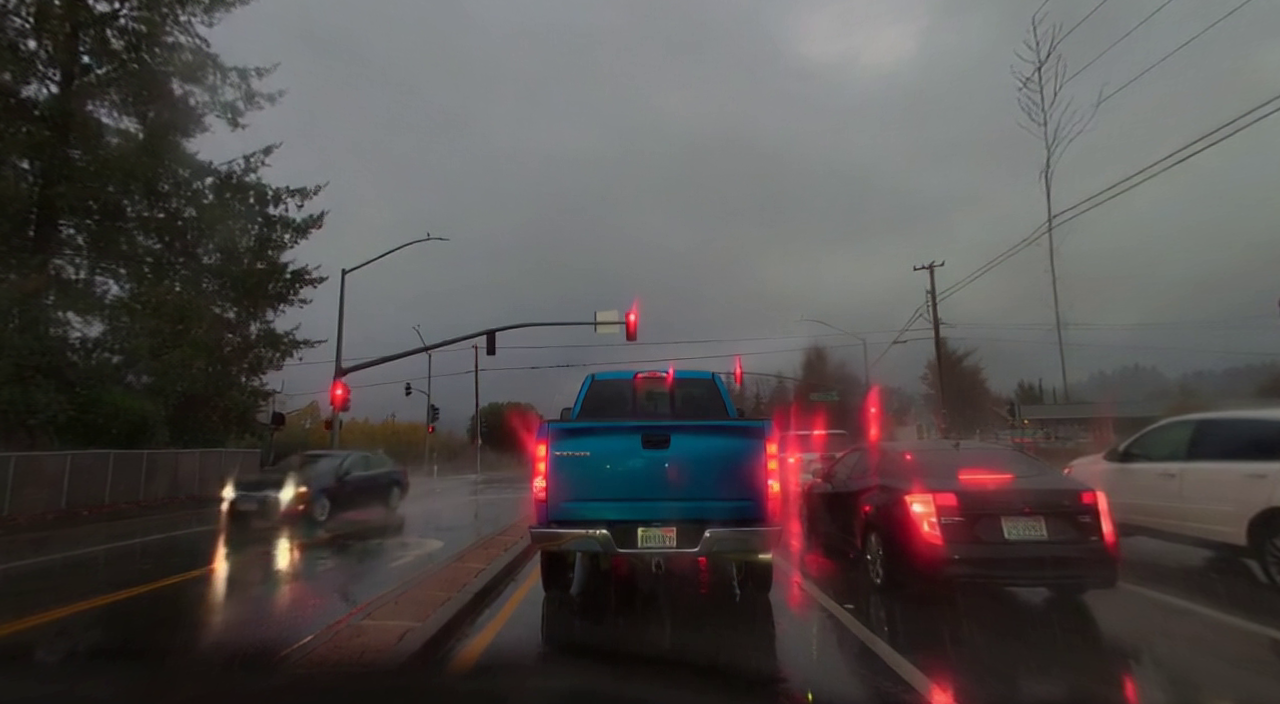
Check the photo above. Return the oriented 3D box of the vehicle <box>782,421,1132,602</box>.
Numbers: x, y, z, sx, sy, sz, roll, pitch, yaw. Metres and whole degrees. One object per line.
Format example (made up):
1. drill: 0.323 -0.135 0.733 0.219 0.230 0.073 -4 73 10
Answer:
1. vehicle: 3.118 1.637 7.362 1.993 1.495 4.060 0 -8 1

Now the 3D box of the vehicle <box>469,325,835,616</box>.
1. vehicle: 0.112 1.361 8.079 2.831 2.284 6.149 0 -8 0

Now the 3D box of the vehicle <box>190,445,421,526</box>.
1. vehicle: -7.694 3.073 15.319 2.378 1.611 5.046 -1 -9 8

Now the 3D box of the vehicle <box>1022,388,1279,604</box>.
1. vehicle: 6.154 1.338 6.272 1.982 1.727 4.352 0 -8 1
